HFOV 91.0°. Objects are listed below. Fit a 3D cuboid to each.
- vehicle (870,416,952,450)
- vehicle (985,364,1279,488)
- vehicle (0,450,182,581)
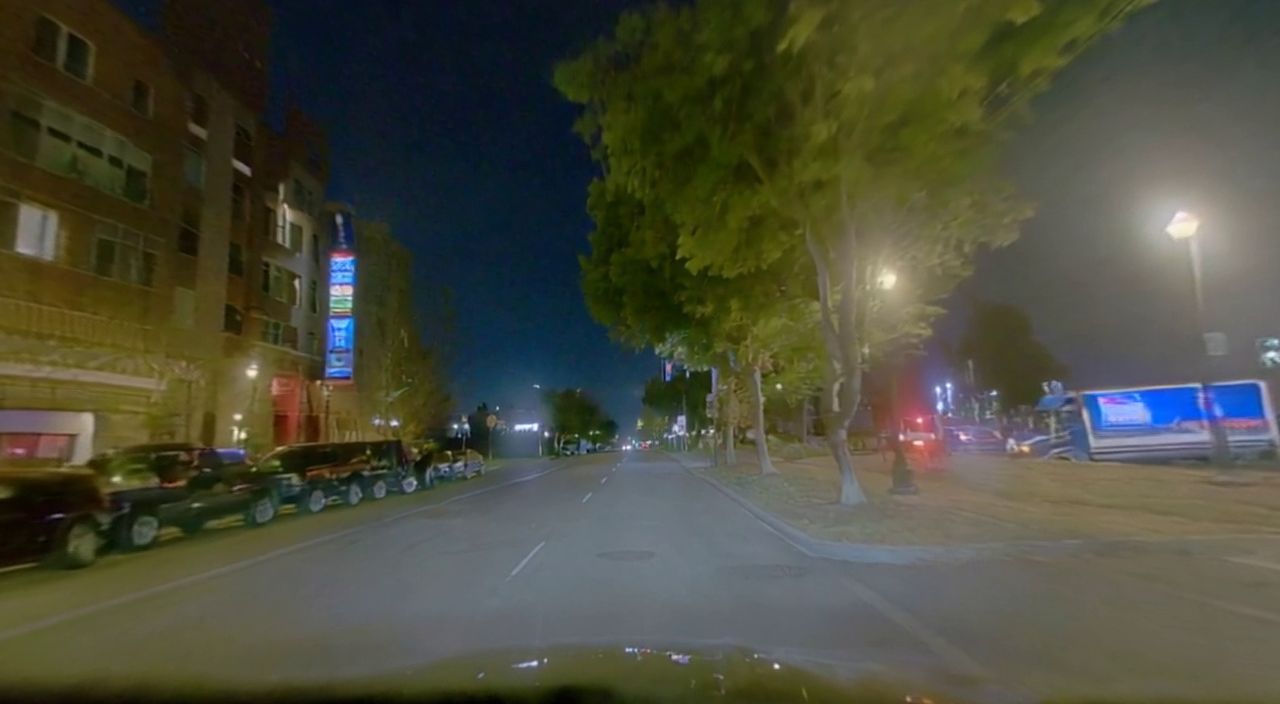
[{"bbox_3d":[17.808,5.371,41.647,4.625,1.729,2.048,-7,-6,17],"label":"vehicle"},{"bbox_3d":[11.043,1.605,13.943,5.453,1.794,2.011,-8,-6,-2],"label":"vehicle"},{"bbox_3d":[-9.298,2.285,9.046,4.212,1.698,1.960,6,-11,-37],"label":"vehicle"}]
